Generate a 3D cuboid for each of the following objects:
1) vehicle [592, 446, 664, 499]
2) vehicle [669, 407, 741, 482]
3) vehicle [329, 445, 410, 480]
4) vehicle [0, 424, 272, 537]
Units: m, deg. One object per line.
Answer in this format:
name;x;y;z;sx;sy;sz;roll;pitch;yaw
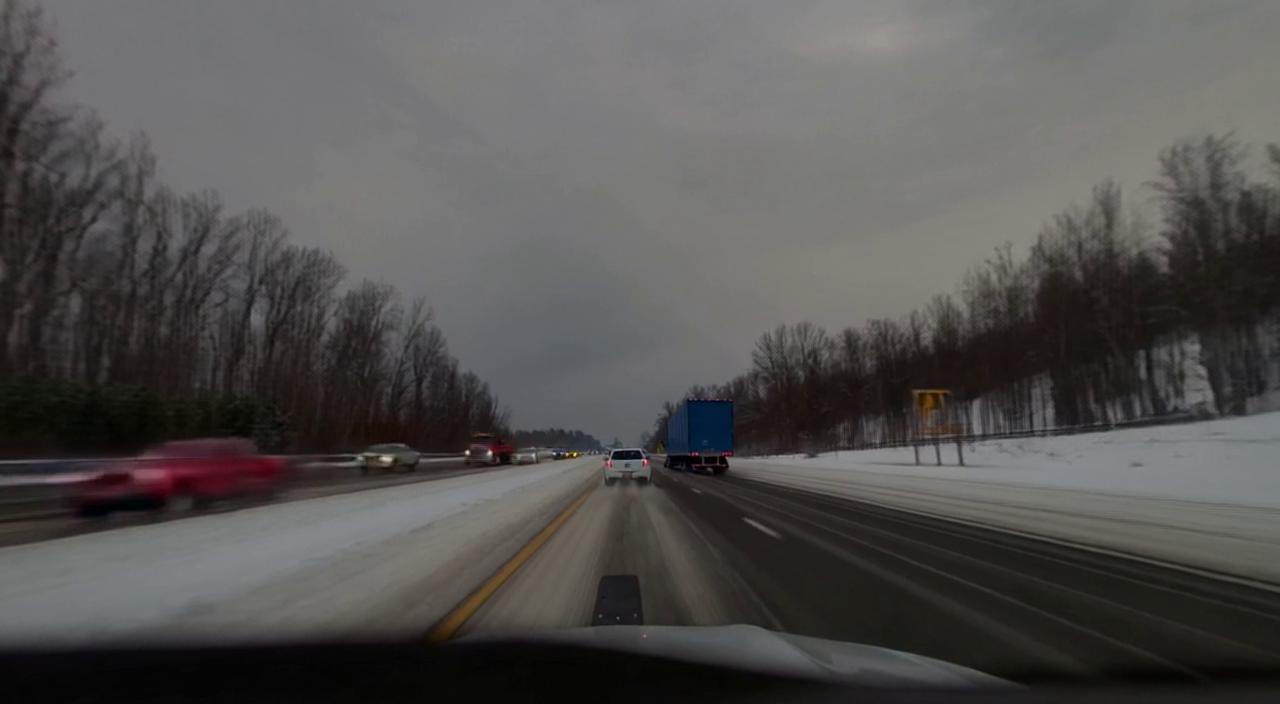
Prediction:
vehicle;-0.396;3.836;20.346;2.099;1.506;4.097;0;-9;-1
vehicle;3.853;6.210;41.238;2.900;4.013;14.455;0;-10;-1
vehicle;-12.801;5.248;30.015;1.912;1.489;4.460;0;-9;-1
vehicle;-8.706;2.123;10.866;1.979;1.523;4.461;0;-9;-1
